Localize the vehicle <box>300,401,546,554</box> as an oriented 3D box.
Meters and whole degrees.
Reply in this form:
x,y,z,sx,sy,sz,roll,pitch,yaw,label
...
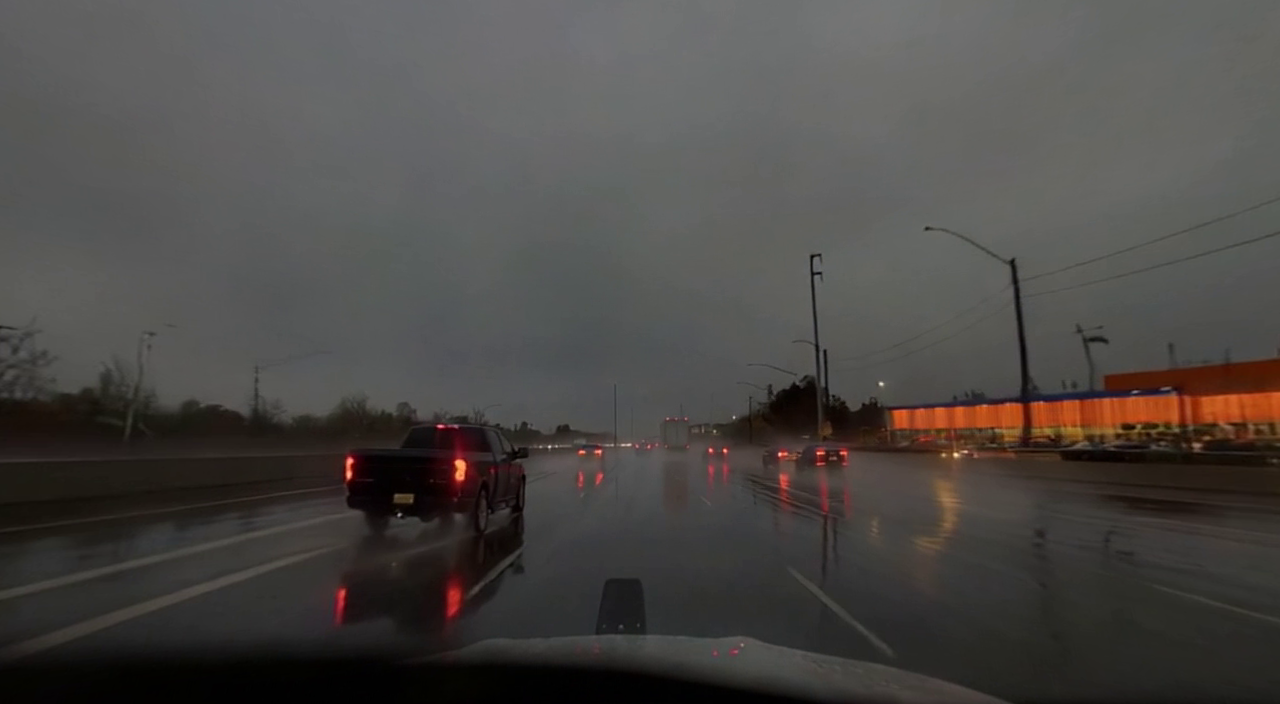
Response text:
x,y,z,sx,sy,sz,roll,pitch,yaw,label
-2.917,1.833,9.819,2.130,1.799,4.583,0,-9,1,vehicle

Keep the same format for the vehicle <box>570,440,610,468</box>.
x,y,z,sx,sy,sz,roll,pitch,yaw,label
-2.800,5.876,36.346,1.929,1.521,4.097,0,-9,1,vehicle

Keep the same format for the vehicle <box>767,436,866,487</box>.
x,y,z,sx,sy,sz,roll,pitch,yaw,label
5.768,3.635,21.197,1.980,1.501,4.433,0,-9,-1,vehicle

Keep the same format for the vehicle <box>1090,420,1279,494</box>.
x,y,z,sx,sy,sz,roll,pitch,yaw,label
26.057,5.090,30.648,2.893,3.189,6.320,2,-9,-8,vehicle
